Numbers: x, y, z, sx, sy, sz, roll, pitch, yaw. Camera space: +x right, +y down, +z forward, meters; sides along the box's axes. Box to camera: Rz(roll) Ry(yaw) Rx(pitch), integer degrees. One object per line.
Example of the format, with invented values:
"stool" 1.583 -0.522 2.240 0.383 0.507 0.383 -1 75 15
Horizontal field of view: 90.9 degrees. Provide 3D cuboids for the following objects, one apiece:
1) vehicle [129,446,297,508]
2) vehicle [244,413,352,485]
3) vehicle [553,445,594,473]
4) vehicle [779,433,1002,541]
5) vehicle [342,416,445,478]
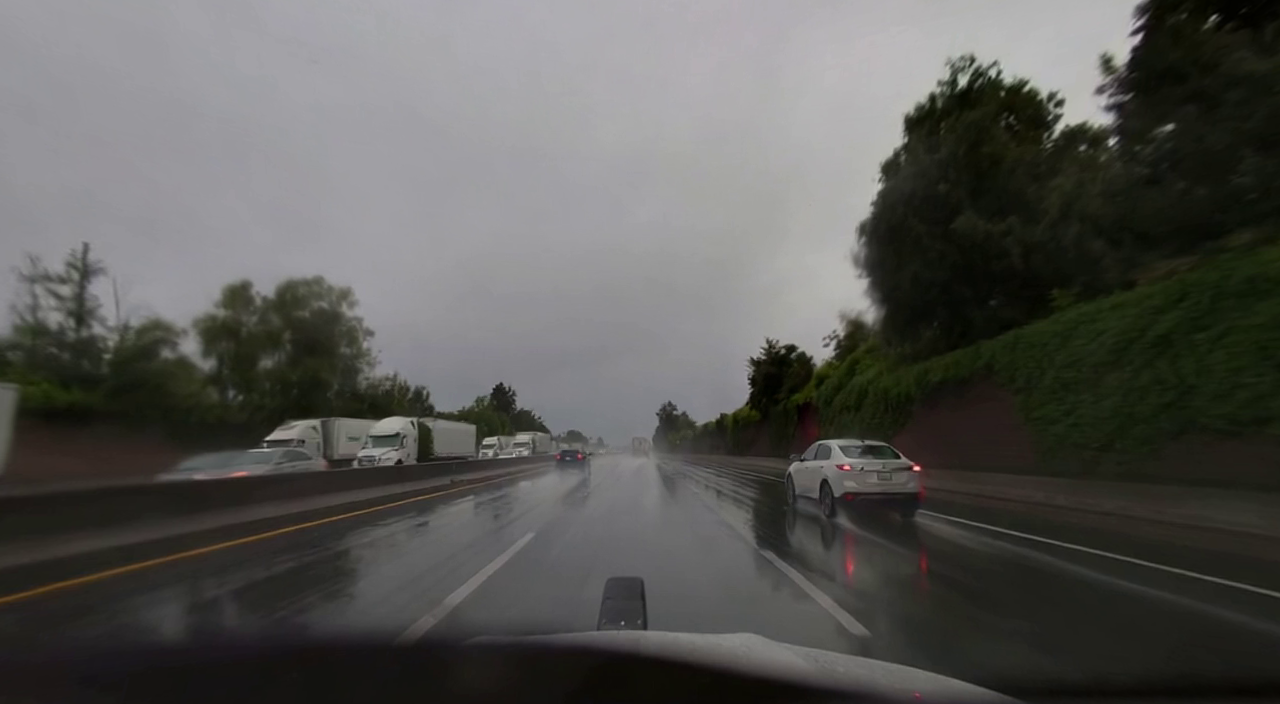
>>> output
"vehicle" -12.049 3.528 18.202 1.965 1.557 4.069 0 -9 0
"vehicle" -20.039 5.727 37.418 3.024 3.899 5.896 0 -9 -1
"vehicle" -3.785 6.181 36.513 1.978 1.539 3.924 0 -9 0
"vehicle" 4.008 2.238 11.094 2.053 1.504 4.386 0 -9 -1
"vehicle" -15.767 6.220 41.325 3.010 3.579 9.290 0 -9 0
